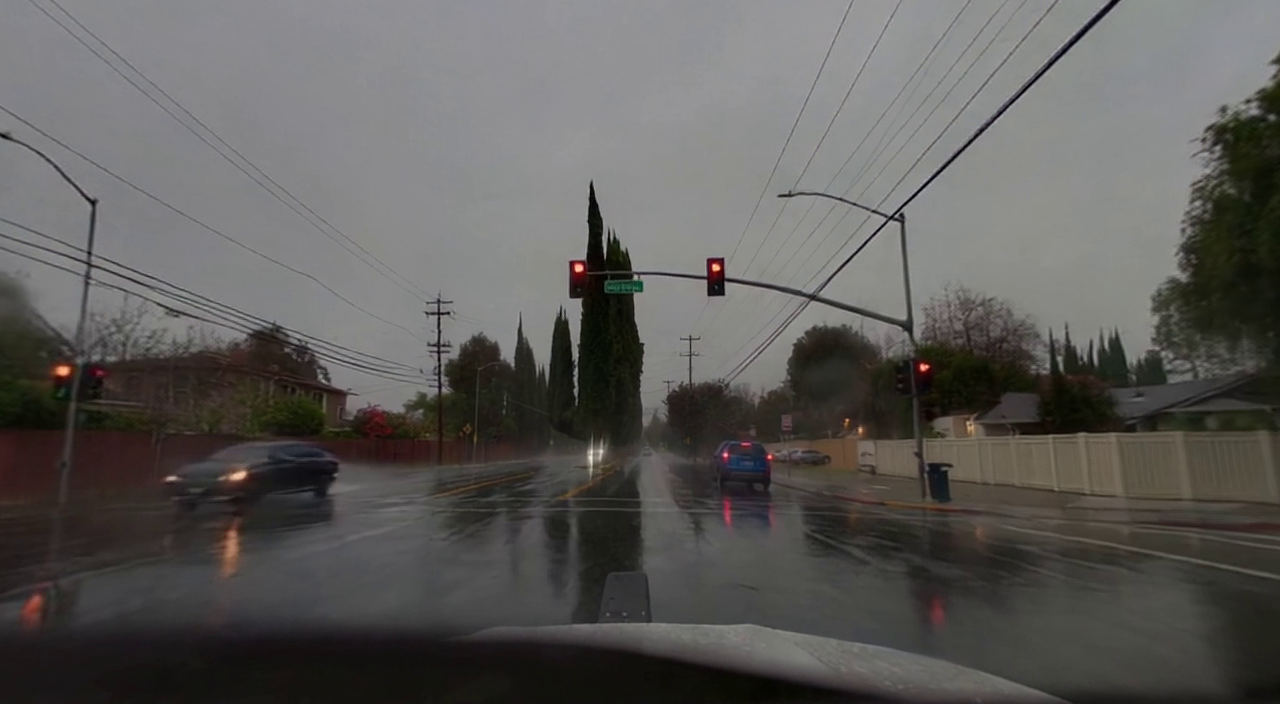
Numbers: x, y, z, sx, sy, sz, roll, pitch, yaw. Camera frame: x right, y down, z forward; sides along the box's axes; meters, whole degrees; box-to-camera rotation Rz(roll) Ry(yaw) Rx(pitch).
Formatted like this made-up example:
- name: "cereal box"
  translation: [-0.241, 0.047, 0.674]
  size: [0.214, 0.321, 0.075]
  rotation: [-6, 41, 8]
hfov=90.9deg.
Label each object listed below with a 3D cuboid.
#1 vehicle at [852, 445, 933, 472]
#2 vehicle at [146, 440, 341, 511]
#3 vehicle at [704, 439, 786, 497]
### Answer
- name: "vehicle"
  translation: [15.516, 6.525, 38.856]
  size: [4.135, 1.558, 1.929]
  rotation: [0, -8, 3]
- name: "vehicle"
  translation: [-10.312, 3.226, 16.960]
  size: [2.241, 1.620, 4.511]
  rotation: [-1, -9, 1]
- name: "vehicle"
  translation: [3.664, 4.146, 22.993]
  size: [2.144, 1.843, 4.827]
  rotation: [0, -9, 0]
